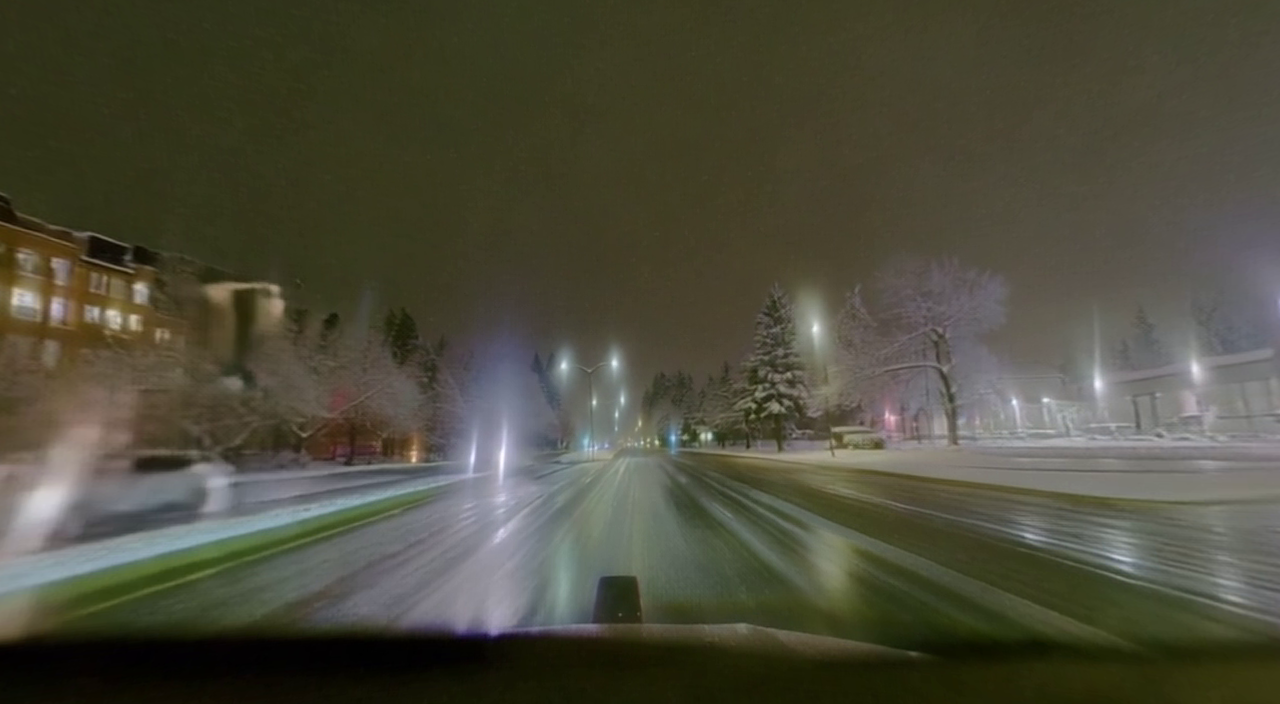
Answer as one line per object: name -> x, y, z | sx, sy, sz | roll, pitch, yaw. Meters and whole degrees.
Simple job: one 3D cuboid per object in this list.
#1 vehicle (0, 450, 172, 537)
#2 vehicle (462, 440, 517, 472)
vehicle -> -12.178, 2.767, 12.863 | 1.921, 1.490, 4.242 | 0, -9, 0
vehicle -> -8.527, 5.900, 36.071 | 2.046, 1.700, 4.439 | 0, -8, 1
